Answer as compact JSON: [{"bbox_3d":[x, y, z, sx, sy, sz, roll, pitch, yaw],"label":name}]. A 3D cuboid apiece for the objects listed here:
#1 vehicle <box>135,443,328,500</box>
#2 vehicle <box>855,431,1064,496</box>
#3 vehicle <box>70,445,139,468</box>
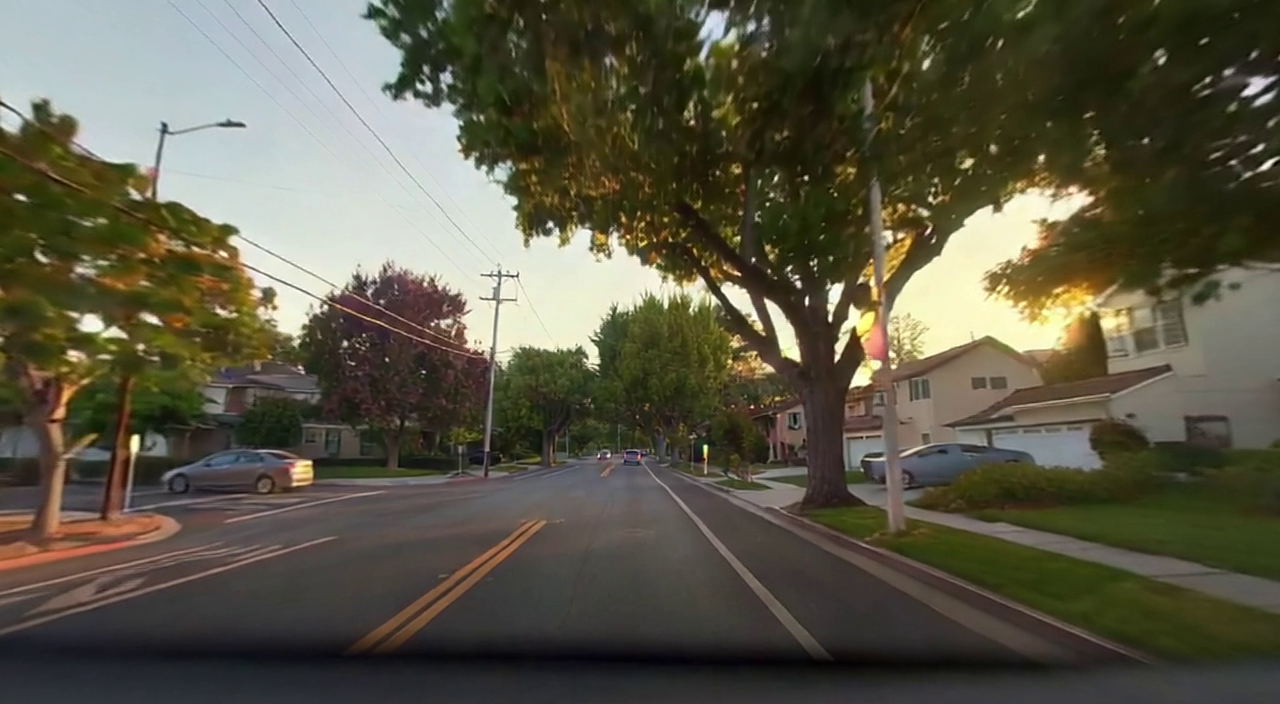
[{"bbox_3d":[-14.374,4.211,22.517,5.217,1.866,2.342,0,-9,1],"label":"vehicle"},{"bbox_3d":[9.021,3.187,18.308,4.953,1.704,1.952,-2,-9,11],"label":"vehicle"},{"bbox_3d":[-35.077,6.887,41.470,1.533,1.417,3.342,0,-9,1],"label":"vehicle"}]
